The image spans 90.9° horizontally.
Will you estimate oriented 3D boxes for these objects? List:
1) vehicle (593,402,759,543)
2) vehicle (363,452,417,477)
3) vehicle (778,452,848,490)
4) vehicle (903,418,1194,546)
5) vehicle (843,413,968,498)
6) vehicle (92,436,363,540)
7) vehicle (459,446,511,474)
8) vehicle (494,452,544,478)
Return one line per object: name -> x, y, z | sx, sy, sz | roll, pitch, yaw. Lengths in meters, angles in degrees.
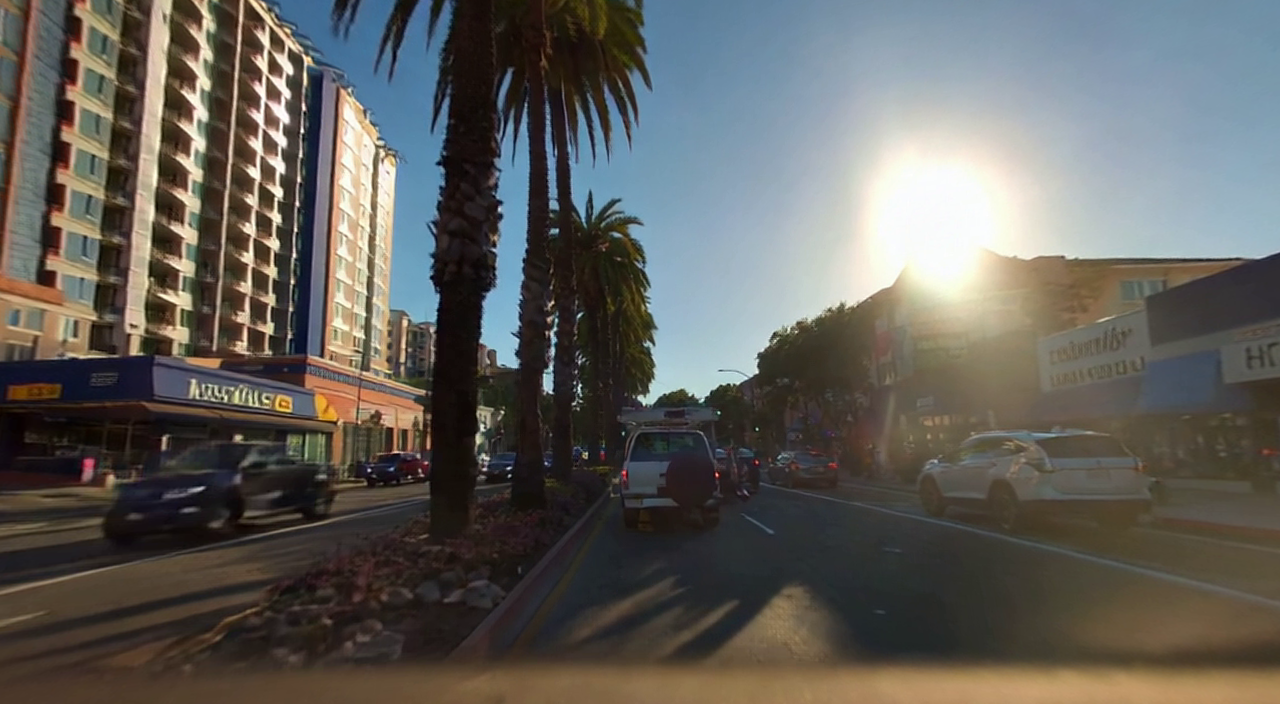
vehicle -> 0.598, 2.236, 12.334 | 2.487, 2.115, 5.444 | 0, -9, 1
vehicle -> -18.102, 8.161, 45.925 | 1.972, 1.694, 4.466 | 0, -9, 1
vehicle -> 7.698, 5.336, 28.564 | 1.958, 1.523, 4.553 | 0, -9, 1
vehicle -> 7.514, 2.441, 12.599 | 2.215, 1.973, 5.323 | 0, -9, 0
vehicle -> 10.804, 4.110, 26.352 | 2.663, 3.061, 5.602 | -1, -5, 0
vehicle -> -8.037, 2.663, 13.095 | 2.268, 1.733, 4.821 | 0, -9, 1
vehicle -> -10.927, 7.668, 44.908 | 2.272, 1.837, 4.892 | -1, -9, 2
vehicle -> -7.555, 7.101, 39.803 | 2.061, 1.496, 4.600 | -1, -9, 3
